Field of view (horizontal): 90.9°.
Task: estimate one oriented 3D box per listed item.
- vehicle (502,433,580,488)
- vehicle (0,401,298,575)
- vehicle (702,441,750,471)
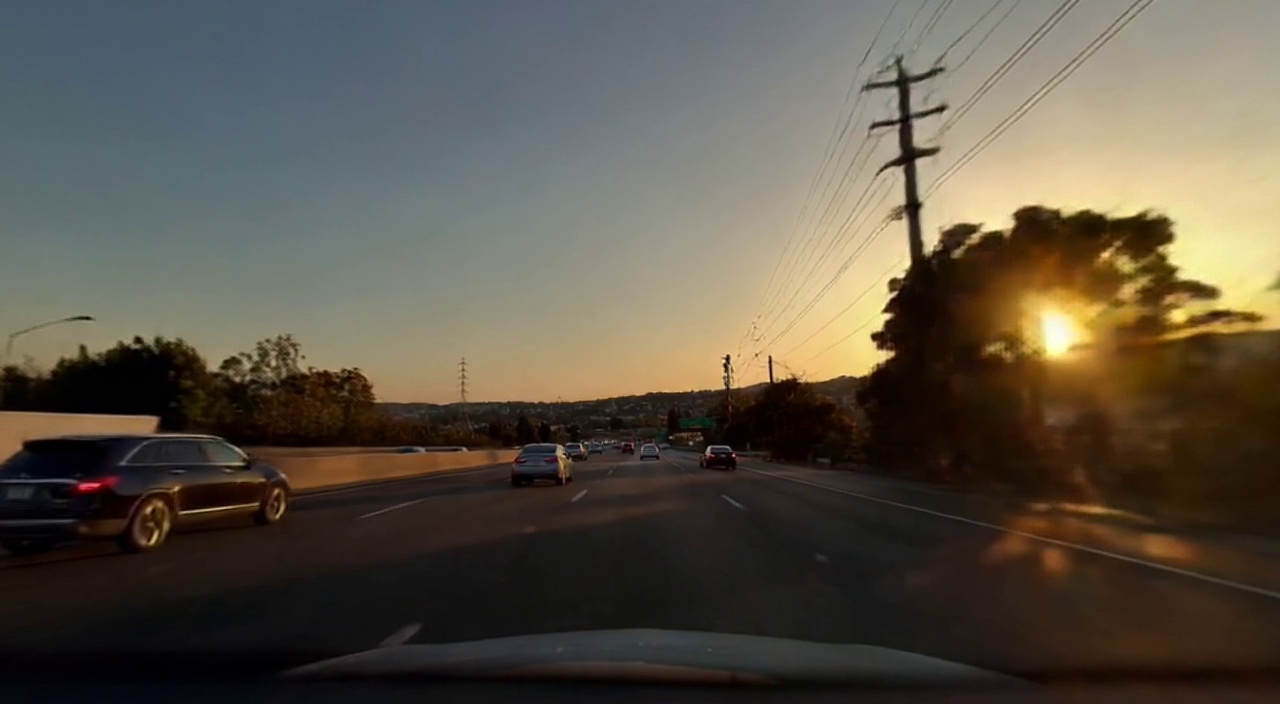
[{"bbox_3d":[-3.300,3.696,21.867,1.961,1.704,4.052,0,-8,1],"label":"vehicle"},{"bbox_3d":[-7.421,1.779,9.093,2.162,1.805,4.853,0,-8,1],"label":"vehicle"},{"bbox_3d":[4.556,5.577,33.984,1.964,1.479,4.252,0,-8,-1],"label":"vehicle"}]
